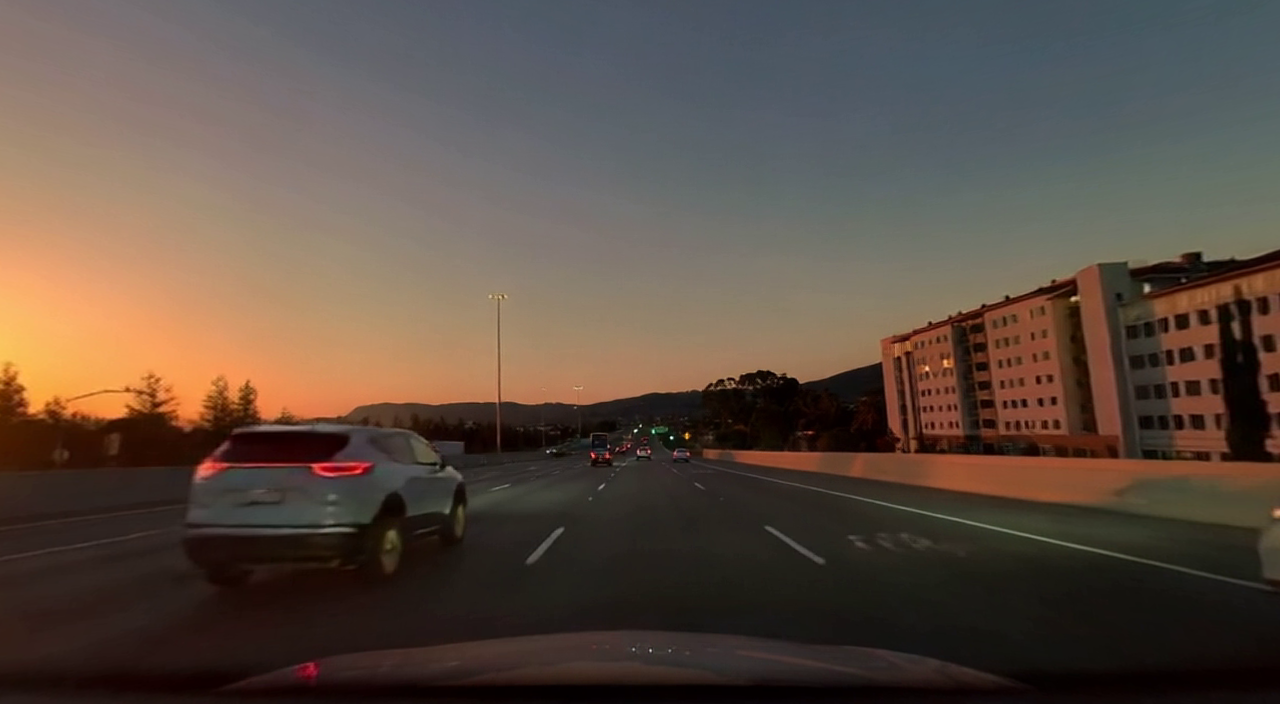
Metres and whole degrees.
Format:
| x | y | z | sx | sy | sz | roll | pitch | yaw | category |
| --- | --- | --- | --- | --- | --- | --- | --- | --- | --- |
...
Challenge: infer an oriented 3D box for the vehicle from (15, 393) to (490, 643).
| x | y | z | sx | sy | sz | roll | pitch | yaw | category |
| --- | --- | --- | --- | --- | --- | --- | --- | --- | --- |
| -3.275 | 1.519 | 6.837 | 2.075 | 1.721 | 4.763 | 0 | -9 | 1 | vehicle |
